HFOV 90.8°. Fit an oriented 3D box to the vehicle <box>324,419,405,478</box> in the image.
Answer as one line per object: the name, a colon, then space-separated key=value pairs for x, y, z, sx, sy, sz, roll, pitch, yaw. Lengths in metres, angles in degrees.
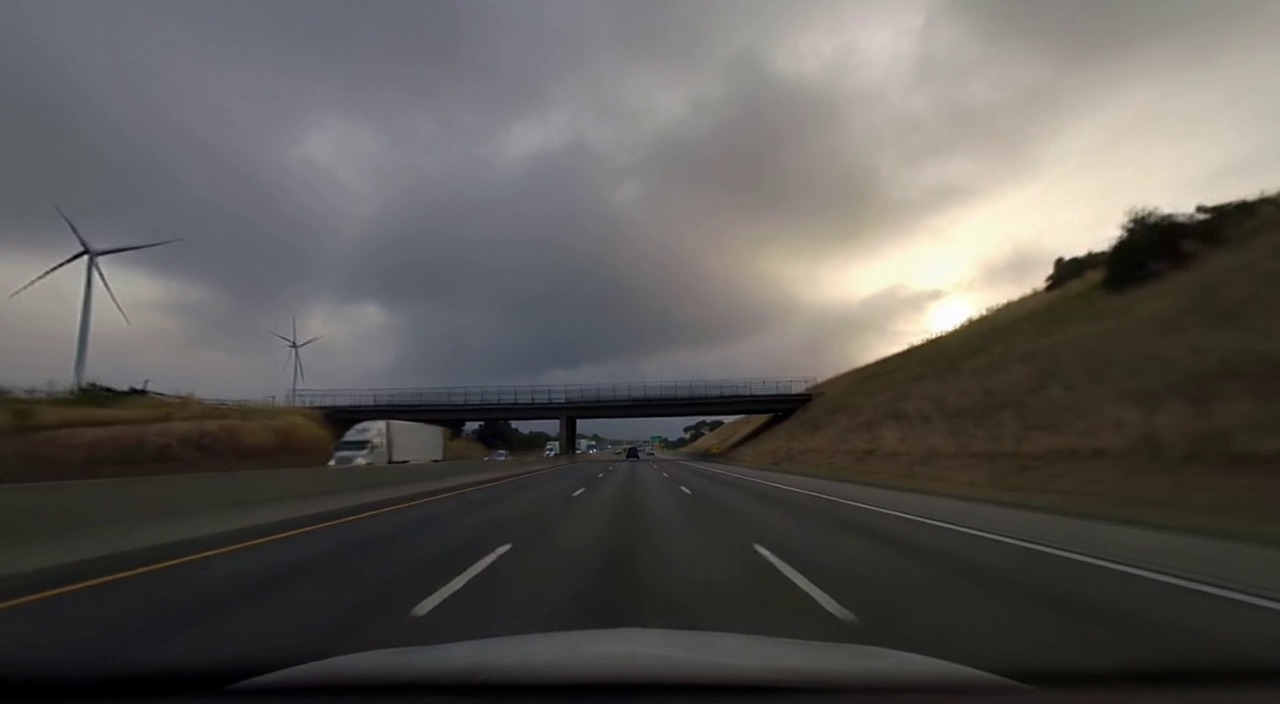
vehicle: x=-19.487 y=6.881 z=45.071 sx=2.977 sy=3.872 sz=6.035 roll=0 pitch=-9 yaw=-1
